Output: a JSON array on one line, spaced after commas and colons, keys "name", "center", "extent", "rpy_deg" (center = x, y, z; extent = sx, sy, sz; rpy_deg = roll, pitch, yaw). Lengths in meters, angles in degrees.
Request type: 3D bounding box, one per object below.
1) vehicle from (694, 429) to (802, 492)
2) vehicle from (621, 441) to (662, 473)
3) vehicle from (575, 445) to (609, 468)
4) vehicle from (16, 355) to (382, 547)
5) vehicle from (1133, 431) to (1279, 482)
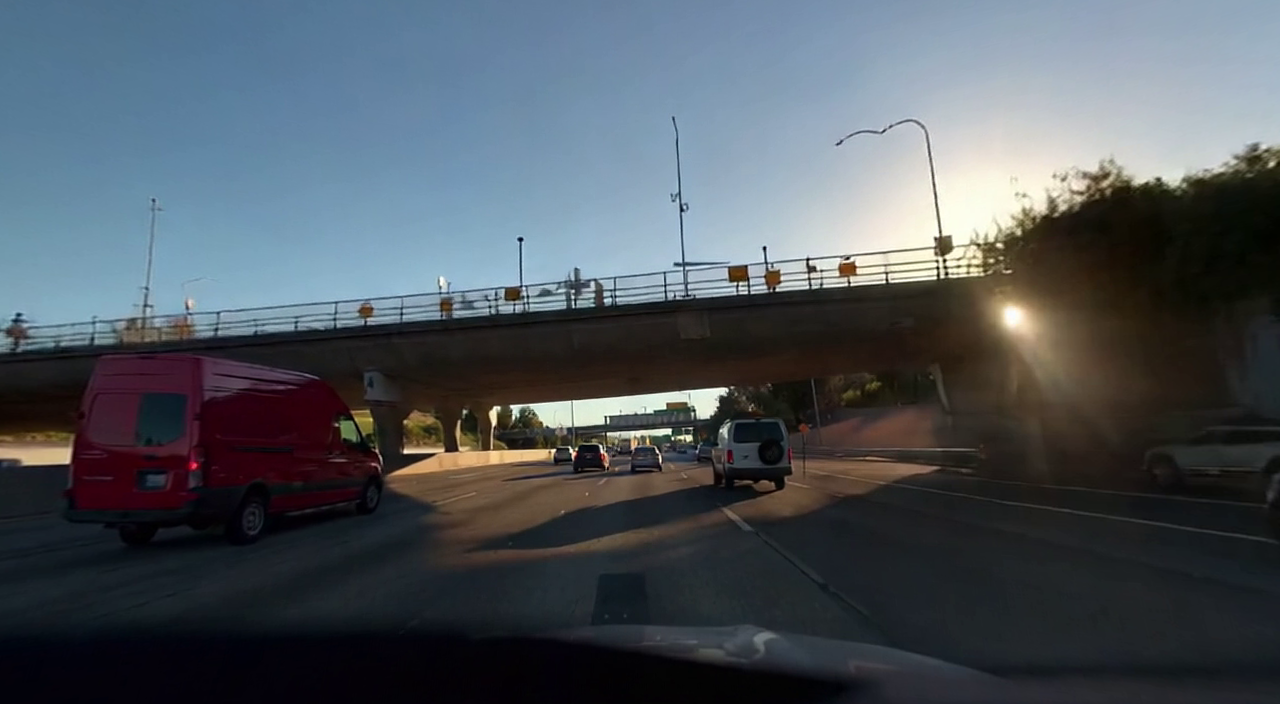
[{"name": "vehicle", "center": [3.584, 3.772, 22.369], "extent": [2.777, 1.895, 5.710], "rpy_deg": [0, -8, 0]}, {"name": "vehicle", "center": [0.093, 5.699, 34.446], "extent": [2.115, 1.617, 4.102], "rpy_deg": [0, -8, 0]}, {"name": "vehicle", "center": [-3.313, 7.209, 43.816], "extent": [1.970, 1.483, 4.071], "rpy_deg": [0, -8, 1]}, {"name": "vehicle", "center": [-7.547, 1.852, 12.192], "extent": [2.336, 2.708, 6.421], "rpy_deg": [0, -8, 0]}, {"name": "vehicle", "center": [22.328, 4.033, 24.607], "extent": [1.982, 1.748, 4.713], "rpy_deg": [2, -9, -6]}]
